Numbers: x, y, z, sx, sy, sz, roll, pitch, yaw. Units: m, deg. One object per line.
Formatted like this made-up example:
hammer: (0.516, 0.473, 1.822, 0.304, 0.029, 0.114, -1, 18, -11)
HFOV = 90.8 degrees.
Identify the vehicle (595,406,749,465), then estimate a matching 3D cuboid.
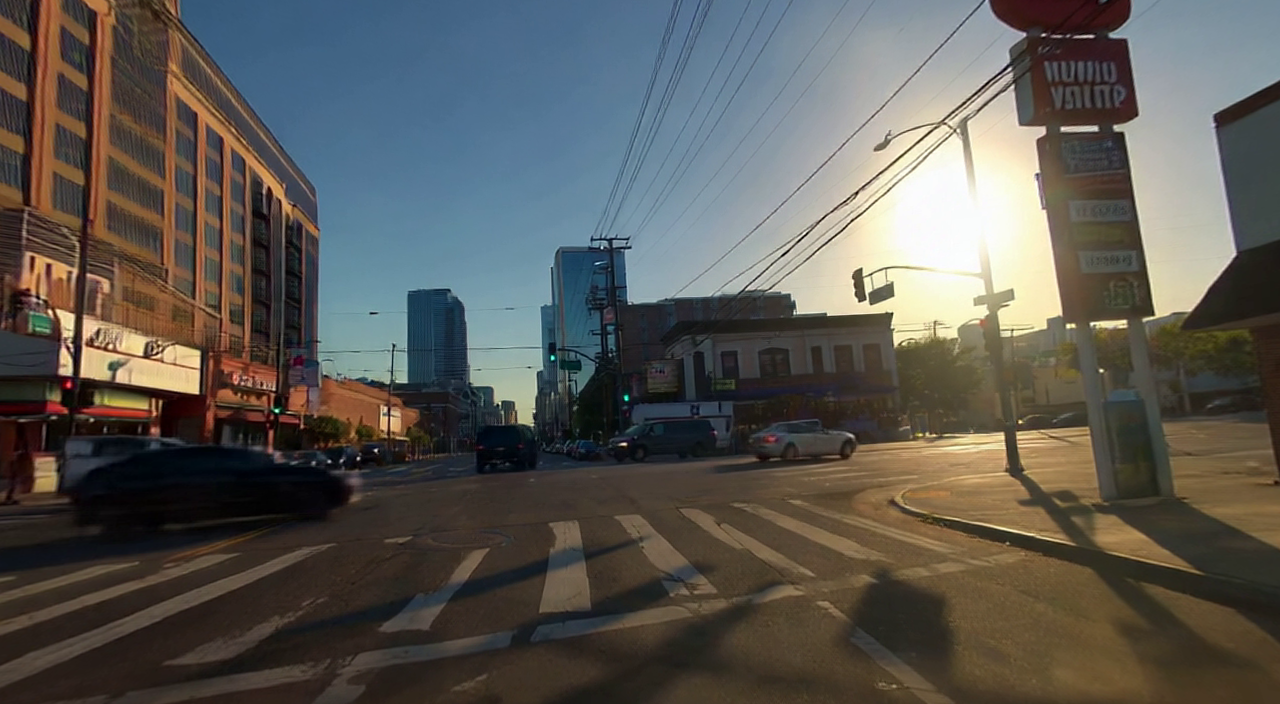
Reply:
vehicle: (1.290, 3.194, 24.033, 5.588, 1.985, 2.374, 6, -10, -36)

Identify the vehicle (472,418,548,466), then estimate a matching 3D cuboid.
vehicle: (-5.731, 4.090, 28.683, 2.081, 1.938, 5.603, -1, -8, 2)

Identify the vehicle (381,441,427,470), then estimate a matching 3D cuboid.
vehicle: (-13.901, 6.015, 37.099, 2.093, 1.446, 4.054, 2, -7, -26)

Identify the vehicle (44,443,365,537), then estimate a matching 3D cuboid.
vehicle: (-8.044, 2.543, 12.280, 4.707, 1.487, 1.907, 4, -10, -28)

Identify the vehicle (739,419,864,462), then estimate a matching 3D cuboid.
vehicle: (5.999, 3.290, 23.407, 4.433, 1.453, 1.804, 5, -10, -30)
